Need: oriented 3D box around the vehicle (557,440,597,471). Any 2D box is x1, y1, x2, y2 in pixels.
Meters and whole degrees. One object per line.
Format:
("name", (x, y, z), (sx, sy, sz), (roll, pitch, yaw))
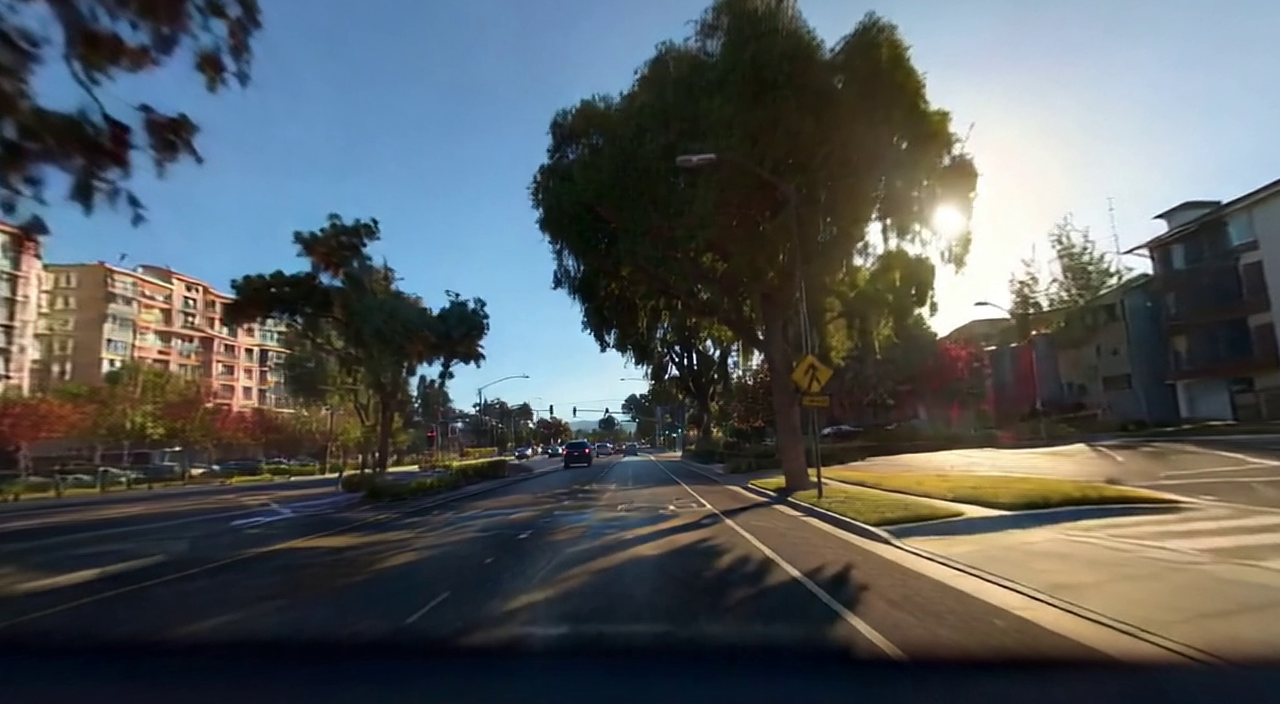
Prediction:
("vehicle", (-3.678, 6.112, 37.590), (1.959, 1.741, 4.141), (0, -8, 1))
